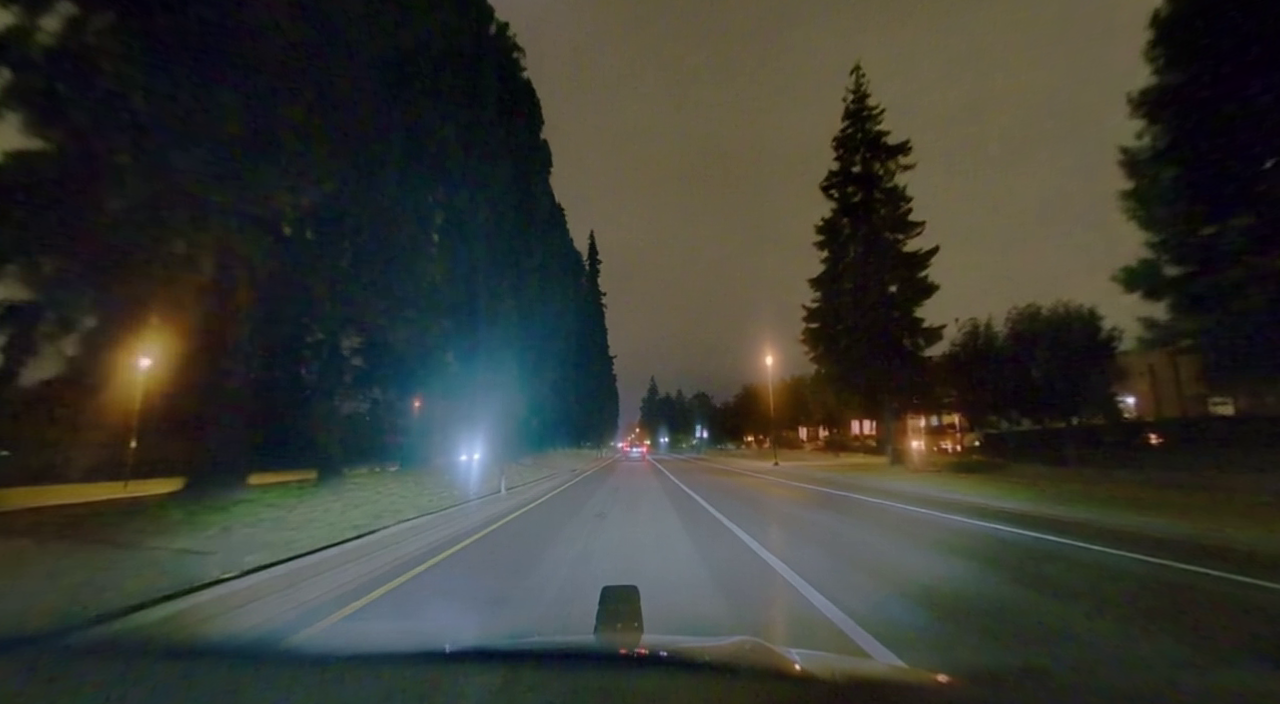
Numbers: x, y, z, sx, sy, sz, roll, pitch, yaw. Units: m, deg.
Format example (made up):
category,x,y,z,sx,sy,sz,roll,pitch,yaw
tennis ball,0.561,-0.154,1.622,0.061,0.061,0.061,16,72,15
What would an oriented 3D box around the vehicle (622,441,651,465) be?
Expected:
category,x,y,z,sx,sy,sz,roll,pitch,yaw
vehicle,-0.268,7.380,46.372,2.016,1.665,3.932,0,-9,-1
